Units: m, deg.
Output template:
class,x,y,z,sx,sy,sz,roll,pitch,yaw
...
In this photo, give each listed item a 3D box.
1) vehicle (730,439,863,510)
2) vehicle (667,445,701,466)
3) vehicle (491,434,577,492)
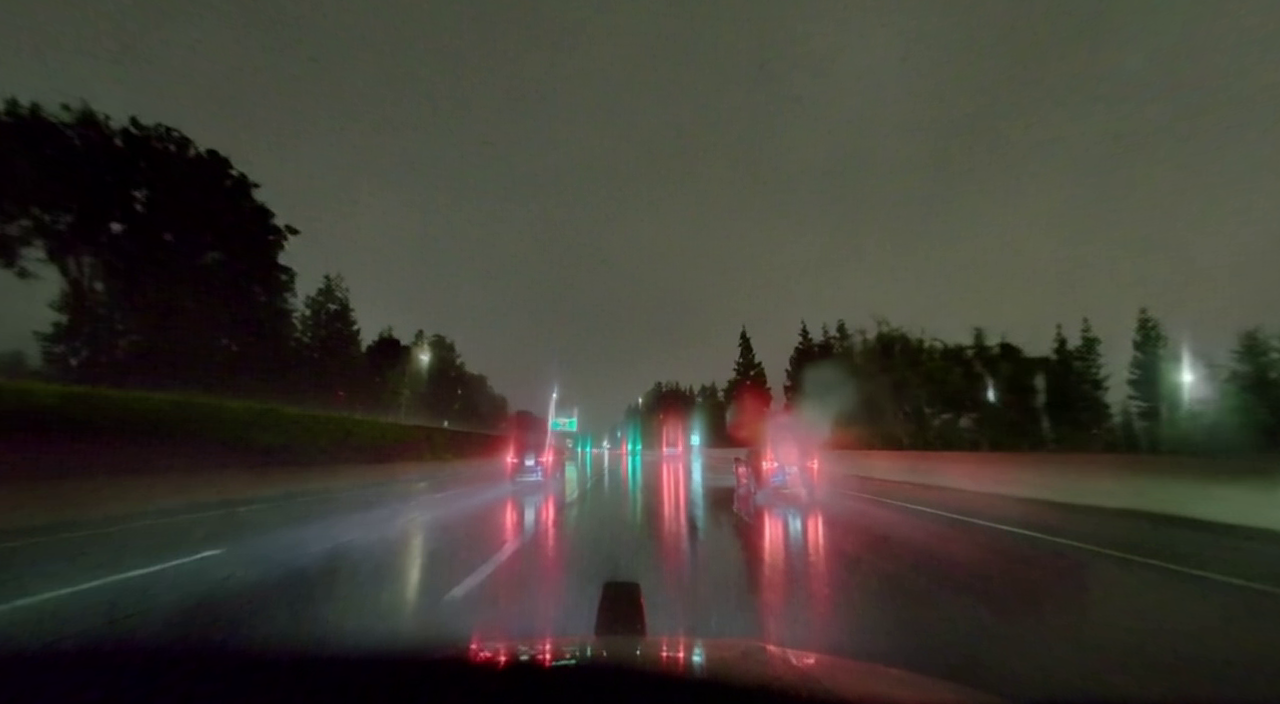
class,x,y,z,sx,sy,sz,roll,pitch,yaw
vehicle,3.513,2.832,15.126,1.947,1.437,4.345,0,-9,-2
vehicle,3.109,7.495,45.809,2.021,1.447,3.985,0,-9,-2
vehicle,-3.510,3.788,21.862,2.244,1.755,4.417,0,-9,-1
